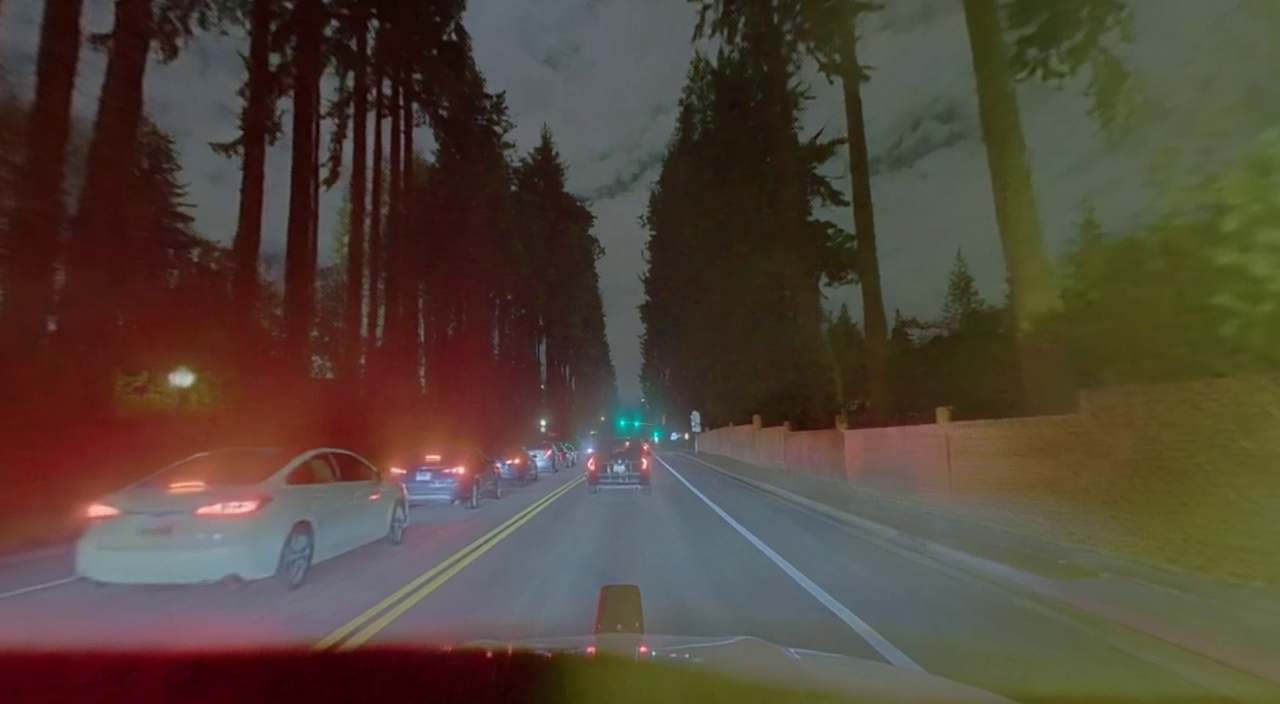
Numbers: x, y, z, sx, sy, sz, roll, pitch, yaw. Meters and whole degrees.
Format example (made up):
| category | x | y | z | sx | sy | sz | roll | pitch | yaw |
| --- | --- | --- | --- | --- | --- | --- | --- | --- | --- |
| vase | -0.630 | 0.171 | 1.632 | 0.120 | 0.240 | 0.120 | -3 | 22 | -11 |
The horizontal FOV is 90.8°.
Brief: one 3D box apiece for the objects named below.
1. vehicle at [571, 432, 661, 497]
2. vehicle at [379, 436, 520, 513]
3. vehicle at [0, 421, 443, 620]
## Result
| category | x | y | z | sx | sy | sz | roll | pitch | yaw |
| --- | --- | --- | --- | --- | --- | --- | --- | --- | --- |
| vehicle | -0.593 | 2.960 | 16.987 | 2.127 | 1.517 | 4.090 | 0 | -8 | -1 |
| vehicle | -3.959 | 2.601 | 13.932 | 1.784 | 1.408 | 4.141 | 0 | -8 | 1 |
| vehicle | -3.982 | 1.603 | 7.117 | 1.968 | 1.459 | 4.734 | 0 | -8 | 1 |
